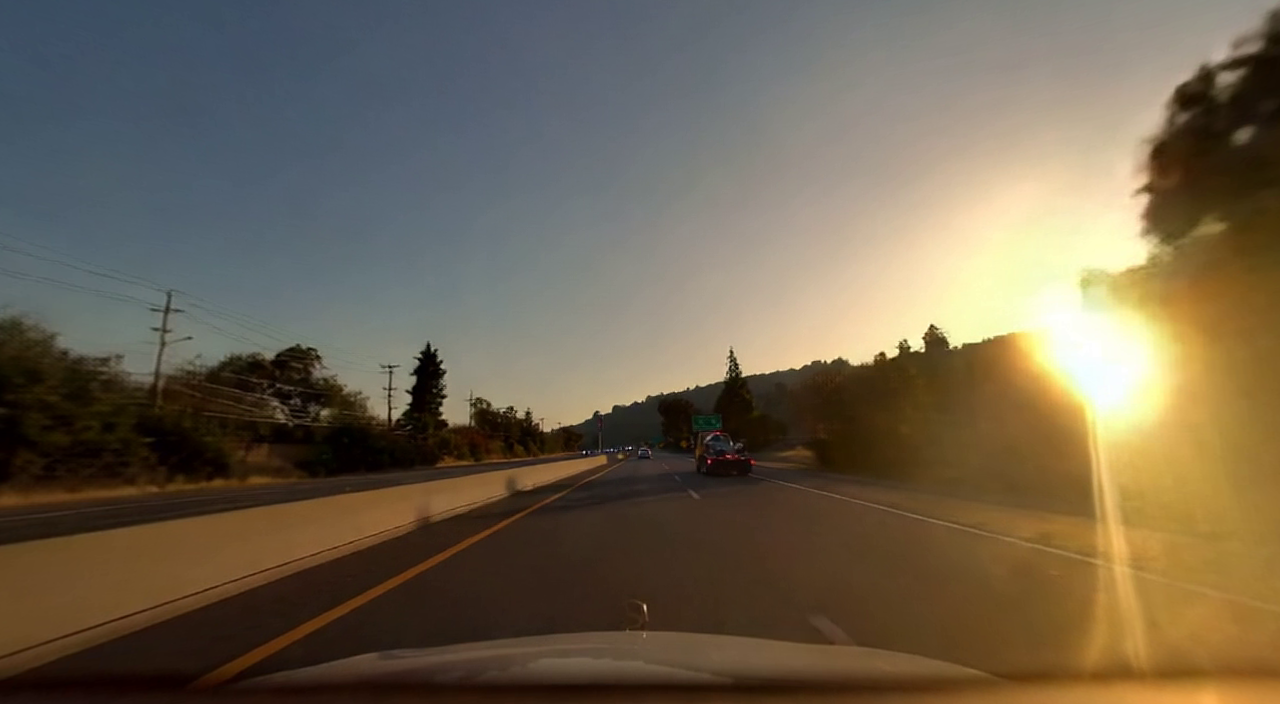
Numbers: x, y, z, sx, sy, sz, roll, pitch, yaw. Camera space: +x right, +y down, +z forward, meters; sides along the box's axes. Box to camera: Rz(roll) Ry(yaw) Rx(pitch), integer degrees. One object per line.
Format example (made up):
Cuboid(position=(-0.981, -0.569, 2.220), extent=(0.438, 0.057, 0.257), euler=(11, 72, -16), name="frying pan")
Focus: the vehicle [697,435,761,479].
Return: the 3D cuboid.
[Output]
Cuboid(position=(4.387, 5.303, 32.065), extent=(2.309, 2.003, 5.139), euler=(0, -9, -2), name="vehicle")
